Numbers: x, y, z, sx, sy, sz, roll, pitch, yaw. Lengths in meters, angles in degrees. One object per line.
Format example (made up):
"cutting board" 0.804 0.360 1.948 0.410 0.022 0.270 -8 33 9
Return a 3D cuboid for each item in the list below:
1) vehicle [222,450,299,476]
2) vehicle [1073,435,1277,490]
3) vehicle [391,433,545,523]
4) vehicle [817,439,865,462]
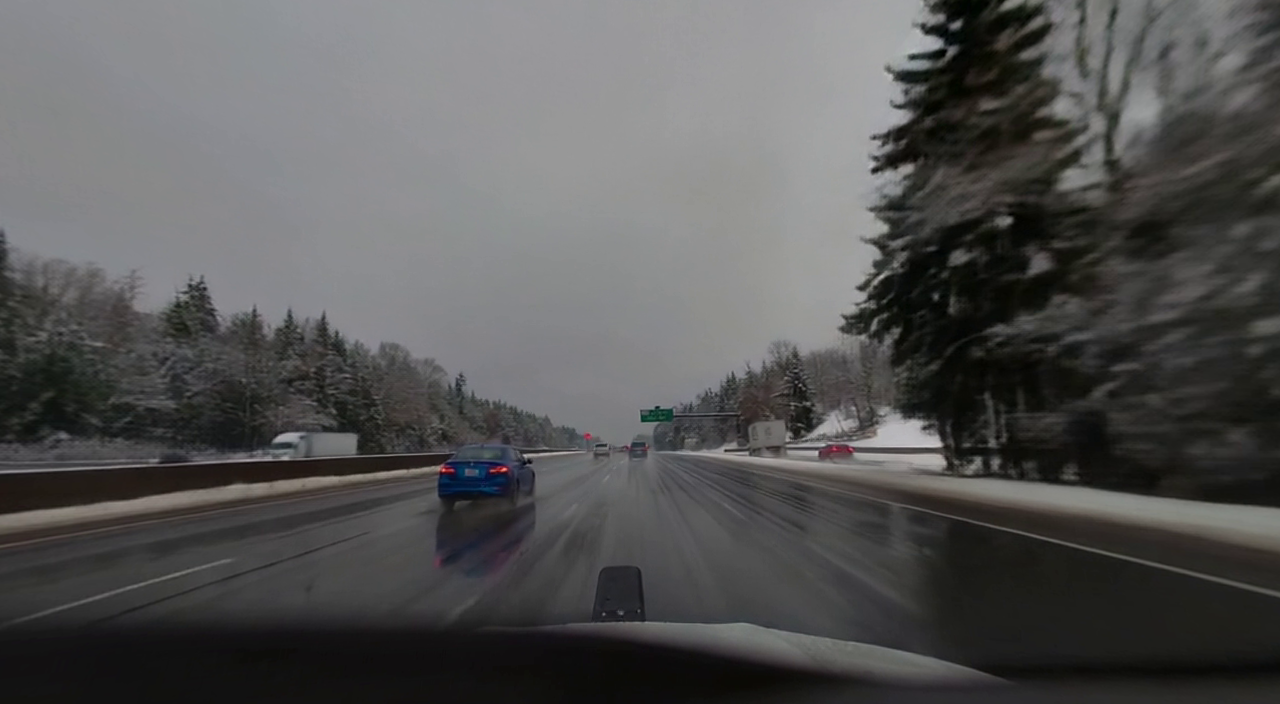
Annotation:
"vehicle" -24.516 7.164 41.053 1.925 1.612 4.852 0 -9 0
"vehicle" 15.965 3.325 19.331 1.873 1.463 4.937 0 -9 -1
"vehicle" -3.306 2.525 13.142 2.020 1.554 4.137 0 -9 0
"vehicle" 15.842 7.790 49.952 2.081 1.707 4.756 0 -9 -2
